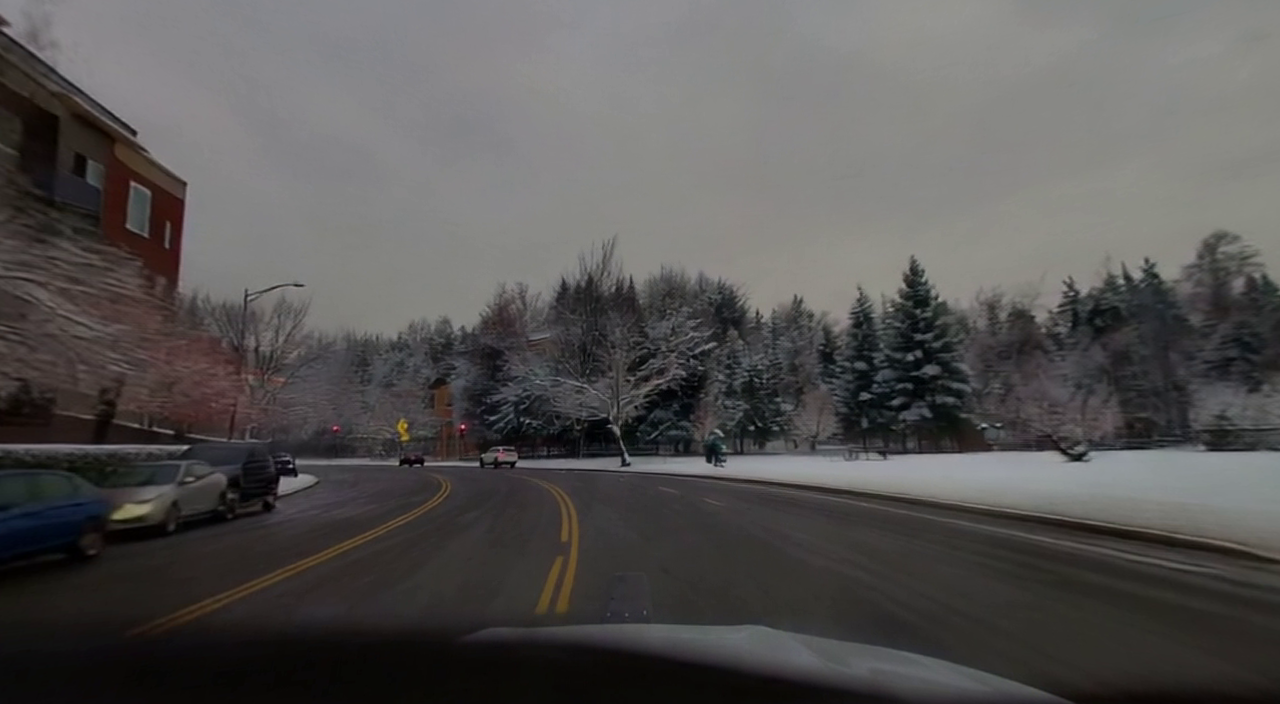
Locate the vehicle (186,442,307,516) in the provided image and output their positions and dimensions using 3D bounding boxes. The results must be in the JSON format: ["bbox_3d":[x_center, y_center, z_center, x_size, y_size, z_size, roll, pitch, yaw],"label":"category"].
[{"bbox_3d":[-11.791,3.756,19.266,2.055,1.921,4.533,3,-9,-19],"label":"vehicle"}]

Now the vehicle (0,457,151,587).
[{"bbox_3d":[-9.355,2.381,8.973,1.908,1.602,4.279,-1,-8,-10],"label":"vehicle"}]

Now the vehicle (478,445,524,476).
[{"bbox_3d":[-8.999,6.933,40.578,2.000,1.809,4.405,4,-9,-24],"label":"vehicle"}]
